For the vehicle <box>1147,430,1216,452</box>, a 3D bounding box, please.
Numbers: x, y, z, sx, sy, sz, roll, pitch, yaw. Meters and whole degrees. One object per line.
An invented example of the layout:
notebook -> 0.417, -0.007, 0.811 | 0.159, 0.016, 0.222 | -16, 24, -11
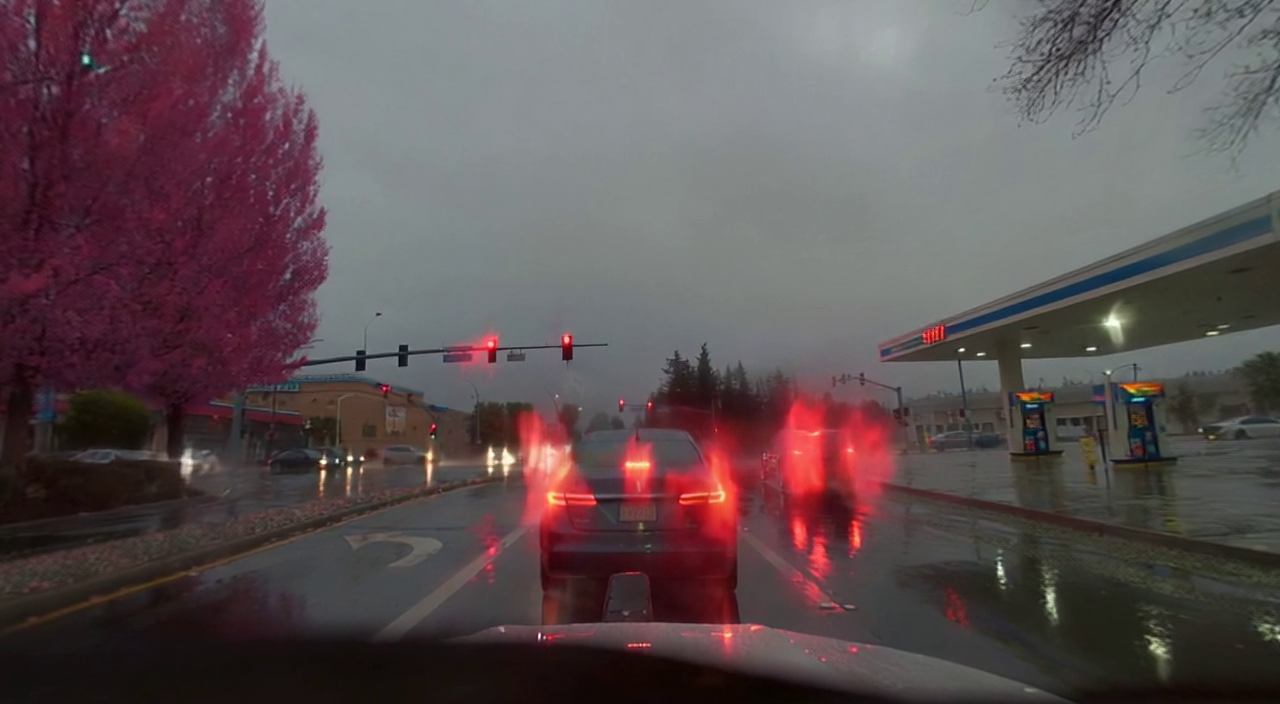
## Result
vehicle -> 40.947, 6.725, 47.694 | 3.573, 1.432, 1.604 | -3, -8, 1

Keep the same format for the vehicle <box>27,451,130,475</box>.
vehicle -> -37.986, 7.477, 42.748 | 1.889, 1.455, 4.813 | -6, -10, 34

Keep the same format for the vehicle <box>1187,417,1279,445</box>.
vehicle -> 36.319, 4.862, 38.489 | 1.848, 1.581, 4.475 | 0, -8, 2

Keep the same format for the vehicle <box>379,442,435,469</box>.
vehicle -> -17.391, 7.685, 46.893 | 4.660, 1.867, 2.019 | -8, -11, 43

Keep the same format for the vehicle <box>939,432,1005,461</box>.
vehicle -> 18.391, 5.238, 34.846 | 2.053, 1.495, 4.091 | -8, -12, 44

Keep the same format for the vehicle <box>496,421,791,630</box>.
vehicle -> 0.014, 1.546, 6.621 | 2.112, 1.482, 4.057 | 0, -8, 0

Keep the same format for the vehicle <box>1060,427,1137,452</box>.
vehicle -> 34.770, 6.621, 47.865 | 4.294, 1.557, 1.744 | -4, -8, 1
